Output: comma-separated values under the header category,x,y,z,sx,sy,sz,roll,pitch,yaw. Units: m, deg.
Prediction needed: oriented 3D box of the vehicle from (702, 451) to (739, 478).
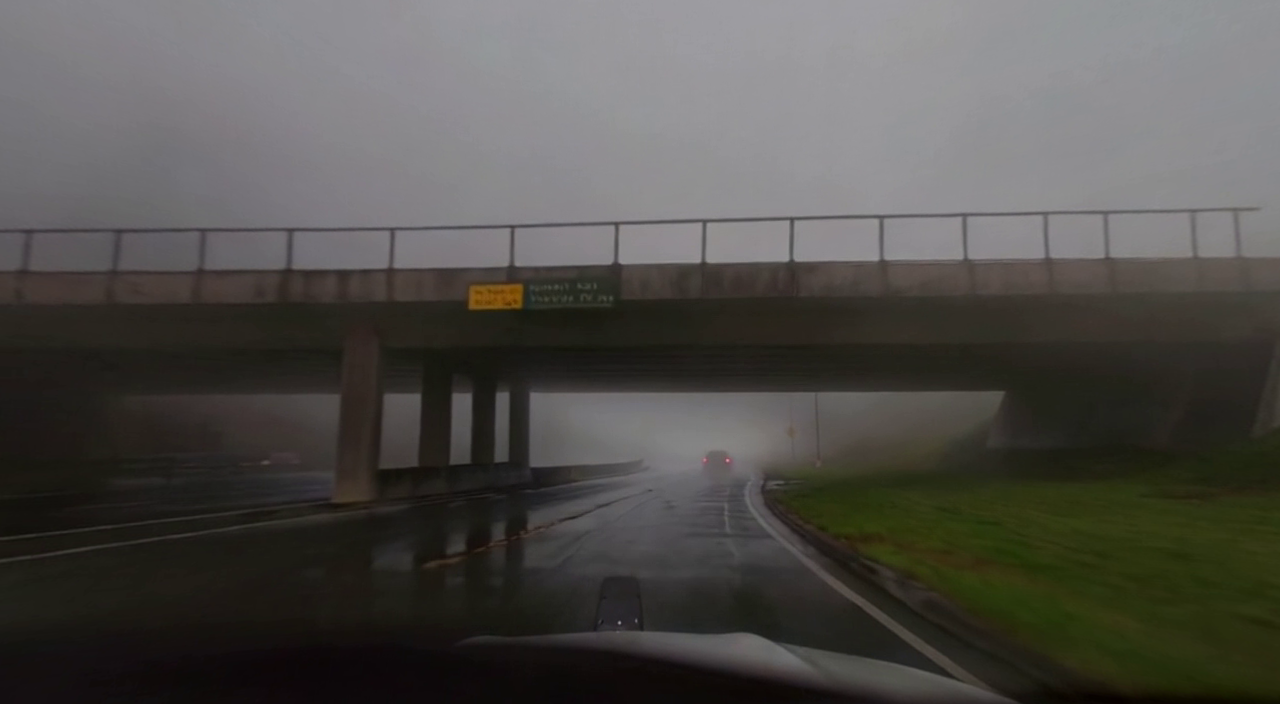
category,x,y,z,sx,sy,sz,roll,pitch,yaw
vehicle,4.707,6.486,36.433,1.980,1.449,3.650,-2,-9,9
